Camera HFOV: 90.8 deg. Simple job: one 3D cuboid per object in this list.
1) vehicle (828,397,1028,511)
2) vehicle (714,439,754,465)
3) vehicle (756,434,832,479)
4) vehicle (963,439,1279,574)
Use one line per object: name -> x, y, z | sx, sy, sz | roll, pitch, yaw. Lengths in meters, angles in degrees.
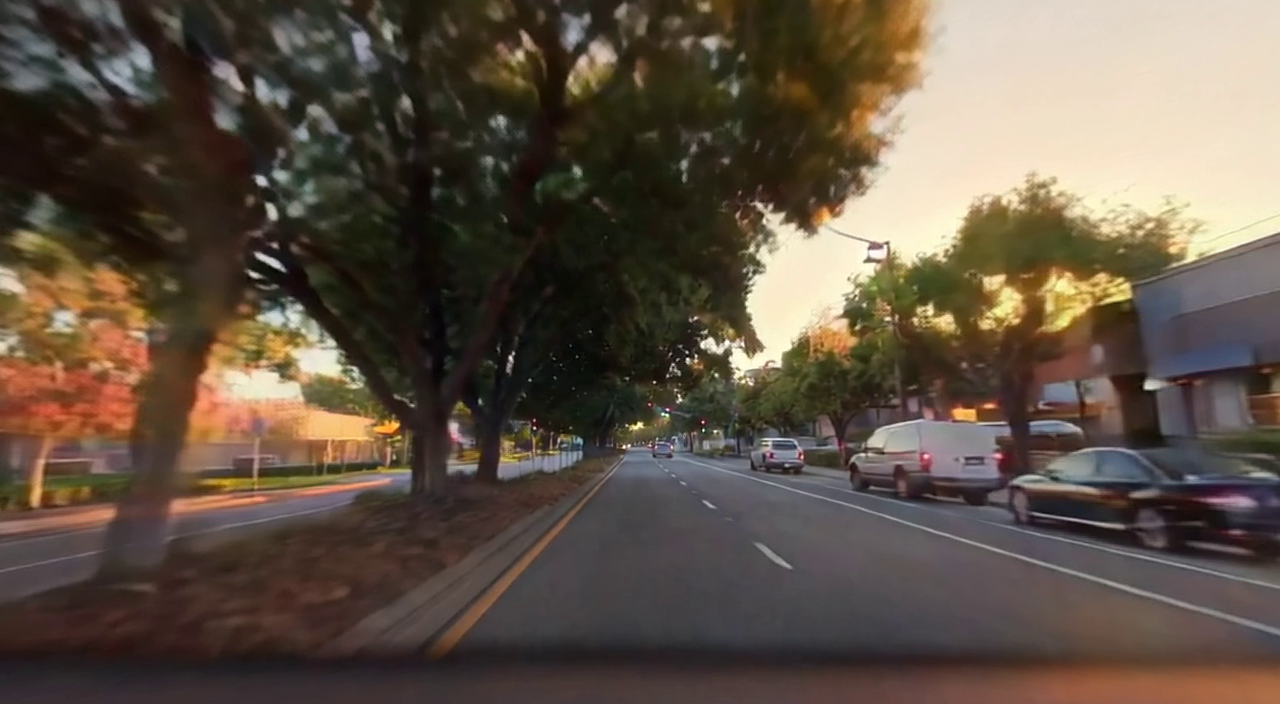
vehicle -> 7.114, 2.636, 16.672 | 2.323, 2.433, 5.901 | 0, -8, -1
vehicle -> 6.953, 7.474, 47.367 | 2.132, 1.793, 5.003 | 0, -8, -1
vehicle -> 7.008, 4.819, 29.320 | 2.088, 1.848, 4.936 | 0, -9, -2
vehicle -> 7.239, 2.074, 9.575 | 1.884, 1.458, 5.146 | 0, -8, -1
